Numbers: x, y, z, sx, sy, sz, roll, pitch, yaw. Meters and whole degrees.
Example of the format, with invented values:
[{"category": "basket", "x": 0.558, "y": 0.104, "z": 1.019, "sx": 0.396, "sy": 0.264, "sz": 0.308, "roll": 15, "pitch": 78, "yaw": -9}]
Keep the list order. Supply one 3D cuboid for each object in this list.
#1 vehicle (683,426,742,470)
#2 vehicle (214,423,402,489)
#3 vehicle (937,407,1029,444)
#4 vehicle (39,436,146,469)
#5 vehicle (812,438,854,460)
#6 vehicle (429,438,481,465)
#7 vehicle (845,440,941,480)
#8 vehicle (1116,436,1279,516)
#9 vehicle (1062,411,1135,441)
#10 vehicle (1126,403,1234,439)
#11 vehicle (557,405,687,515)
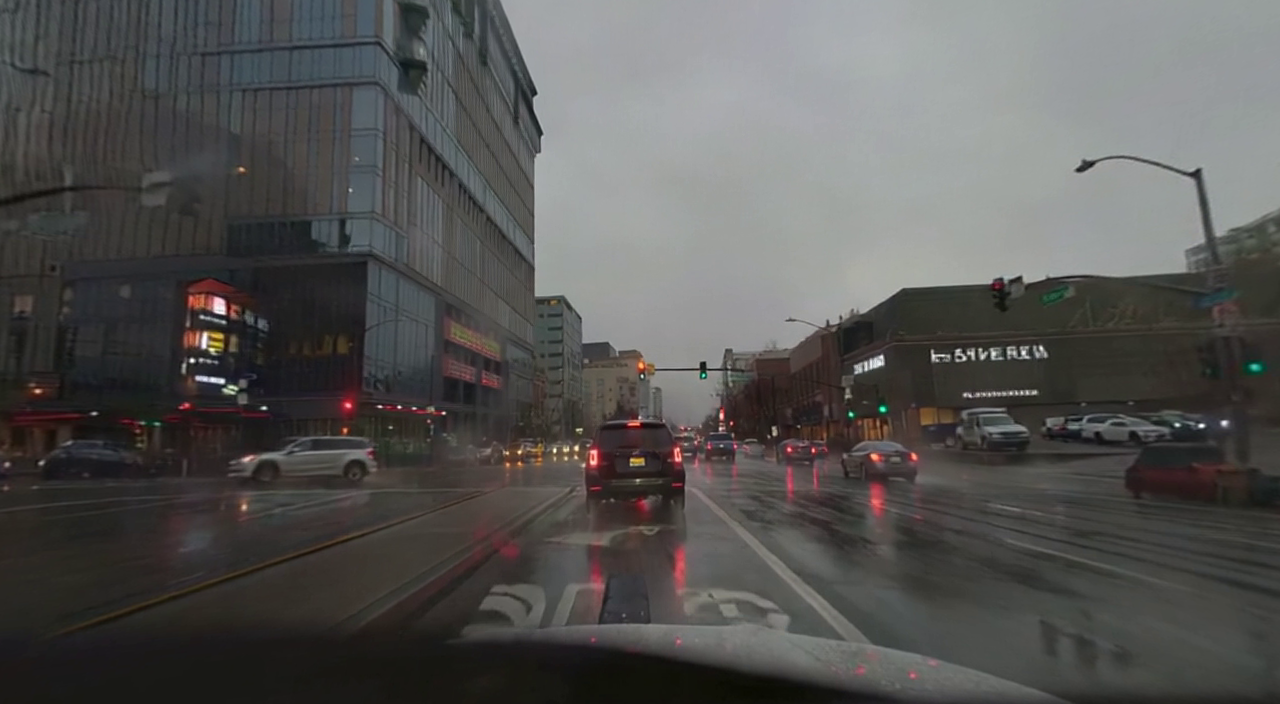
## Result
[{"category": "vehicle", "x": 3.412, "y": 4.664, "z": 30.720, "sx": 2.115, "sy": 1.932, "sz": 5.189, "roll": 0, "pitch": -8, "yaw": -1}, {"category": "vehicle", "x": -10.581, "y": 3.309, "z": 20.334, "sx": 4.827, "sy": 1.856, "sz": 2.291, "roll": 7, "pitch": -11, "yaw": -42}, {"category": "vehicle", "x": 18.640, "y": 4.120, "z": 34.605, "sx": 2.123, "sy": 1.884, "sz": 5.170, "roll": 0, "pitch": -8, "yaw": 1}, {"category": "vehicle", "x": -31.709, "y": 5.917, "z": 36.815, "sx": 2.060, "sy": 1.732, "sz": 5.462, "roll": 1, "pitch": -11, "yaw": -9}, {"category": "vehicle", "x": 14.351, "y": 7.239, "z": 47.137, "sx": 1.746, "sy": 1.446, "sz": 4.475, "roll": -3, "pitch": -8, "yaw": 0}, {"category": "vehicle", "x": -12.523, "y": 6.746, "z": 43.000, "sx": 1.993, "sy": 1.708, "sz": 5.219, "roll": 0, "pitch": -8, "yaw": 0}, {"category": "vehicle", "x": 9.858, "y": 4.223, "z": 24.998, "sx": 1.863, "sy": 1.426, "sz": 4.494, "roll": 0, "pitch": -8, "yaw": -1}, {"category": "vehicle", "x": 13.753, "y": 2.784, "z": 14.650, "sx": 1.734, "sy": 1.527, "sz": 4.531, "roll": -3, "pitch": -8, "yaw": -1}, {"category": "vehicle", "x": 24.506, "y": 3.942, "z": 33.824, "sx": 1.422, "sy": 1.496, "sz": 3.318, "roll": 1, "pitch": -6, "yaw": 1}, {"category": "vehicle", "x": 29.389, "y": 3.711, "z": 34.523, "sx": 1.913, "sy": 1.651, "sz": 4.727, "roll": 3, "pitch": -3, "yaw": 2}, {"category": "vehicle", "x": -0.356, "y": 2.292, "z": 13.779, "sx": 2.242, "sy": 1.812, "sz": 4.993, "roll": -3, "pitch": -8, "yaw": -1}]
